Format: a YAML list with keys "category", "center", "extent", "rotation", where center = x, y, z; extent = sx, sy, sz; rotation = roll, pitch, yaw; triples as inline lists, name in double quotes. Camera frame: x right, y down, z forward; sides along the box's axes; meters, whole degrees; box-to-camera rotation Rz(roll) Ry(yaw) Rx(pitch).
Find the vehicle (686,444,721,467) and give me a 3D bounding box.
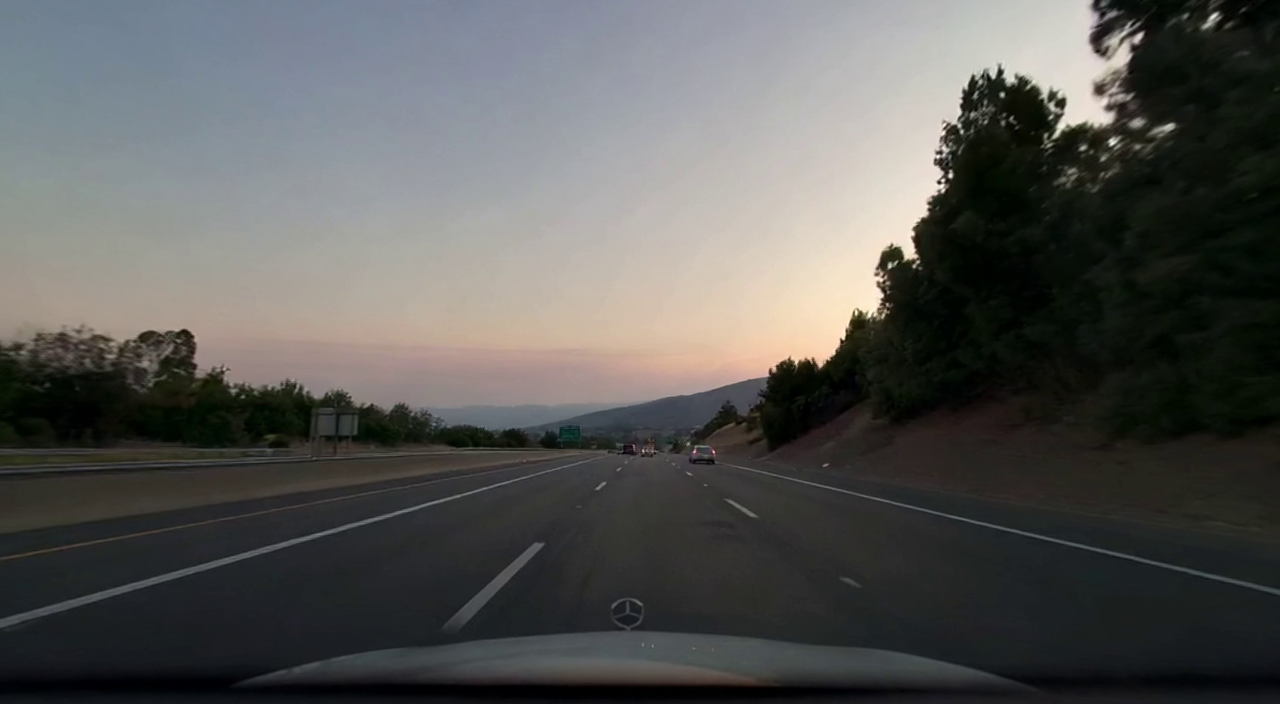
- category: "vehicle"
  center: [4.353, 7.176, 43.796]
  extent: [2.003, 1.520, 4.058]
  rotation: [0, -8, 0]
